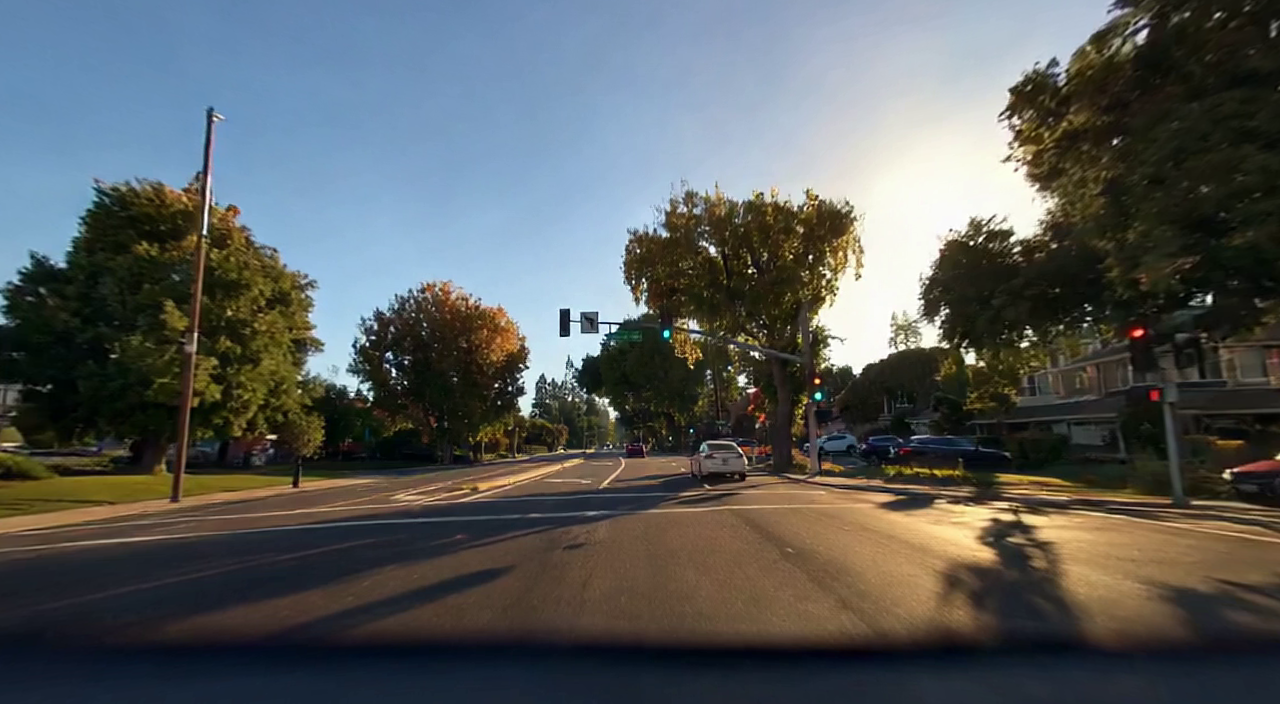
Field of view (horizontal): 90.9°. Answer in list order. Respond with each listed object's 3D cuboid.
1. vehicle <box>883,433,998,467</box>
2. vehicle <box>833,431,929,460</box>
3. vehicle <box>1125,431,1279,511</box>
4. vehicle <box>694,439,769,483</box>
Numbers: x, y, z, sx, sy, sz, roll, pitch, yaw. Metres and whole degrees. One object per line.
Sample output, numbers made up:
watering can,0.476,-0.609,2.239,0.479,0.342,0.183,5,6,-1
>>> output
vehicle,14.476,4.753,30.599,4.514,1.546,2.044,-1,-8,4
vehicle,13.828,5.392,36.331,4.689,1.583,1.947,0,-8,-1
vehicle,12.983,2.452,13.230,3.807,1.554,1.995,-1,-8,9
vehicle,3.306,4.018,23.666,2.134,1.476,4.327,0,-8,0
